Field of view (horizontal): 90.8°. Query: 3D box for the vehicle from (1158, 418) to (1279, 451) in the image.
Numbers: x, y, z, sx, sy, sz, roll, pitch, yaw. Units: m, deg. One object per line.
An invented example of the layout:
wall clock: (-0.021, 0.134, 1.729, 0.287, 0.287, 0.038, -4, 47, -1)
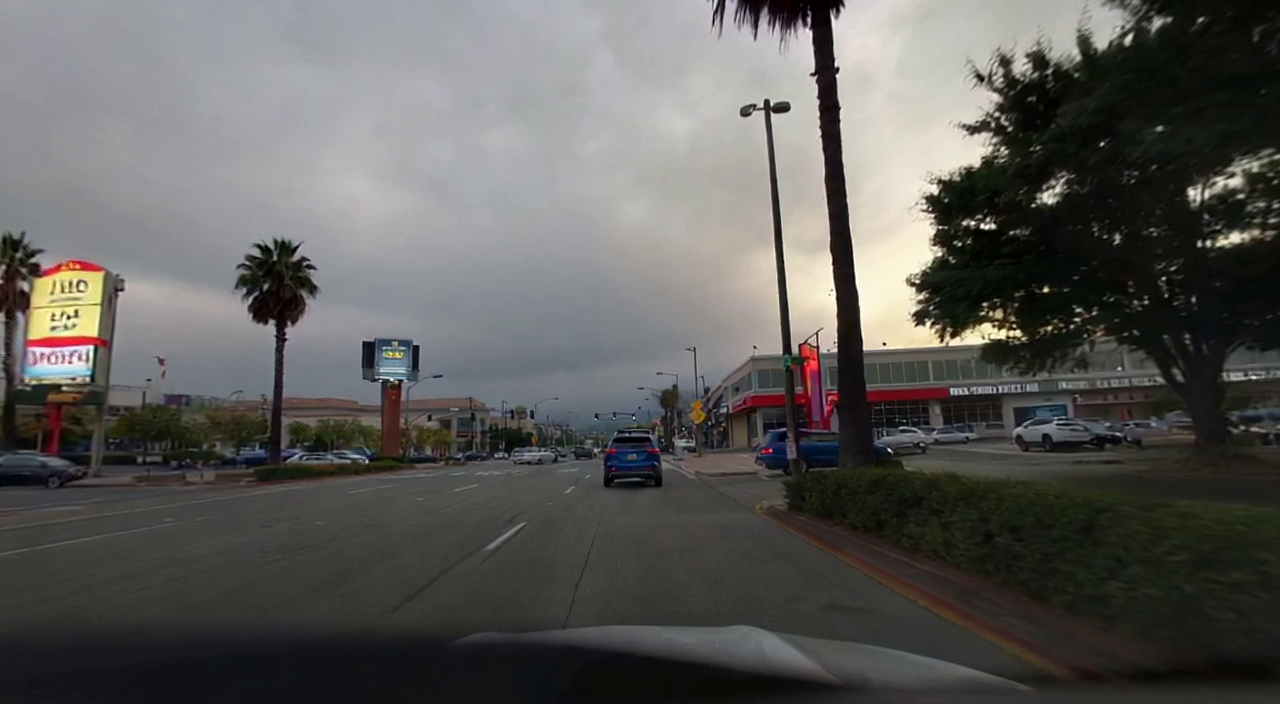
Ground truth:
vehicle: (28.017, 4.002, 30.390, 1.823, 1.443, 4.305, 4, -10, -27)

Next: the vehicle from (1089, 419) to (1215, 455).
vehicle: (24.204, 4.074, 30.041, 1.867, 1.571, 4.153, 3, -9, -20)

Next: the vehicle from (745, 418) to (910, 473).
vehicle: (6.182, 3.167, 21.366, 4.828, 1.733, 2.231, 0, -9, -1)

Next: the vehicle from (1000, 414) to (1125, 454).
vehicle: (19.969, 3.973, 30.269, 2.080, 1.702, 5.430, 0, -8, -2)

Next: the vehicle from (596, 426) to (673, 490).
vehicle: (-0.195, 3.349, 20.219, 2.234, 1.818, 3.869, 0, -9, -1)
